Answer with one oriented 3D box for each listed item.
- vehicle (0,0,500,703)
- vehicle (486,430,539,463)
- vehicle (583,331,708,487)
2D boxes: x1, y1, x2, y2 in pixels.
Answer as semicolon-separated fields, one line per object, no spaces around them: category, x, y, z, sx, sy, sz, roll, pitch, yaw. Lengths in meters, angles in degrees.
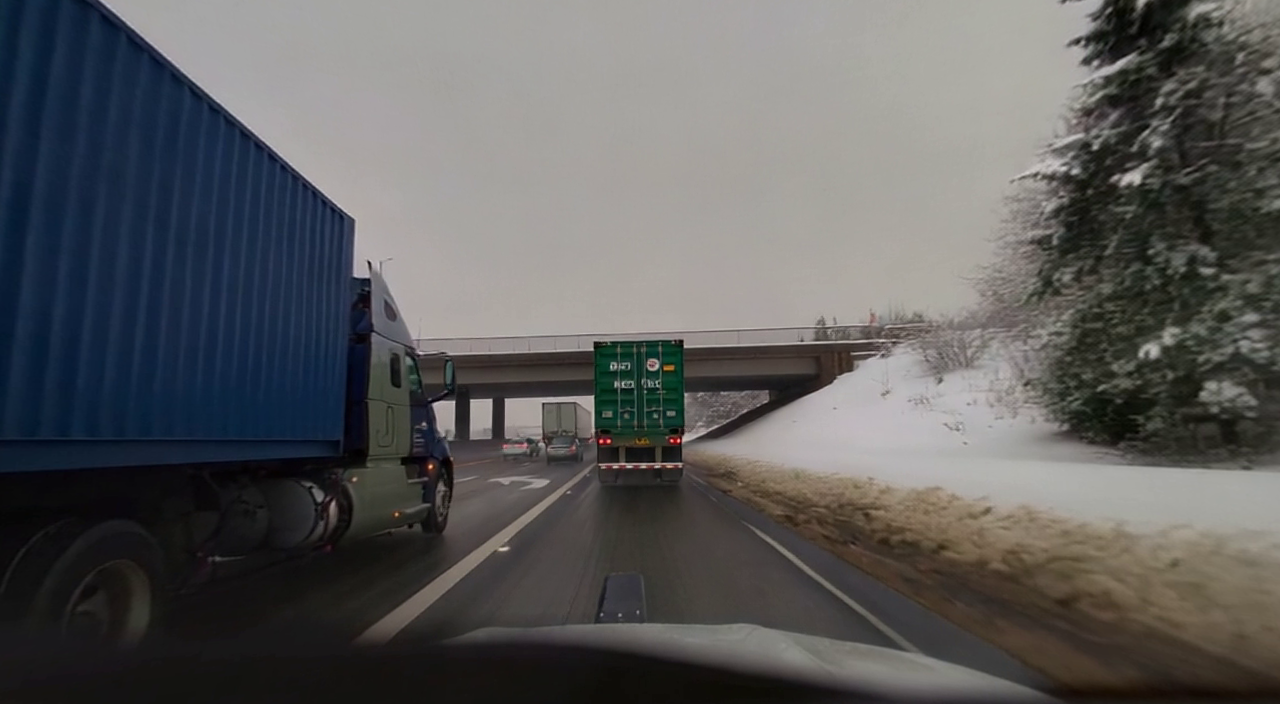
vehicle;-3.726;0.185;6.074;3.187;3.949;6.963;-1;-8;0
vehicle;-7.237;5.442;36.405;2.163;1.772;4.244;-1;-8;0
vehicle;0.032;2.047;20.906;3.357;4.212;7.519;0;-8;-2
